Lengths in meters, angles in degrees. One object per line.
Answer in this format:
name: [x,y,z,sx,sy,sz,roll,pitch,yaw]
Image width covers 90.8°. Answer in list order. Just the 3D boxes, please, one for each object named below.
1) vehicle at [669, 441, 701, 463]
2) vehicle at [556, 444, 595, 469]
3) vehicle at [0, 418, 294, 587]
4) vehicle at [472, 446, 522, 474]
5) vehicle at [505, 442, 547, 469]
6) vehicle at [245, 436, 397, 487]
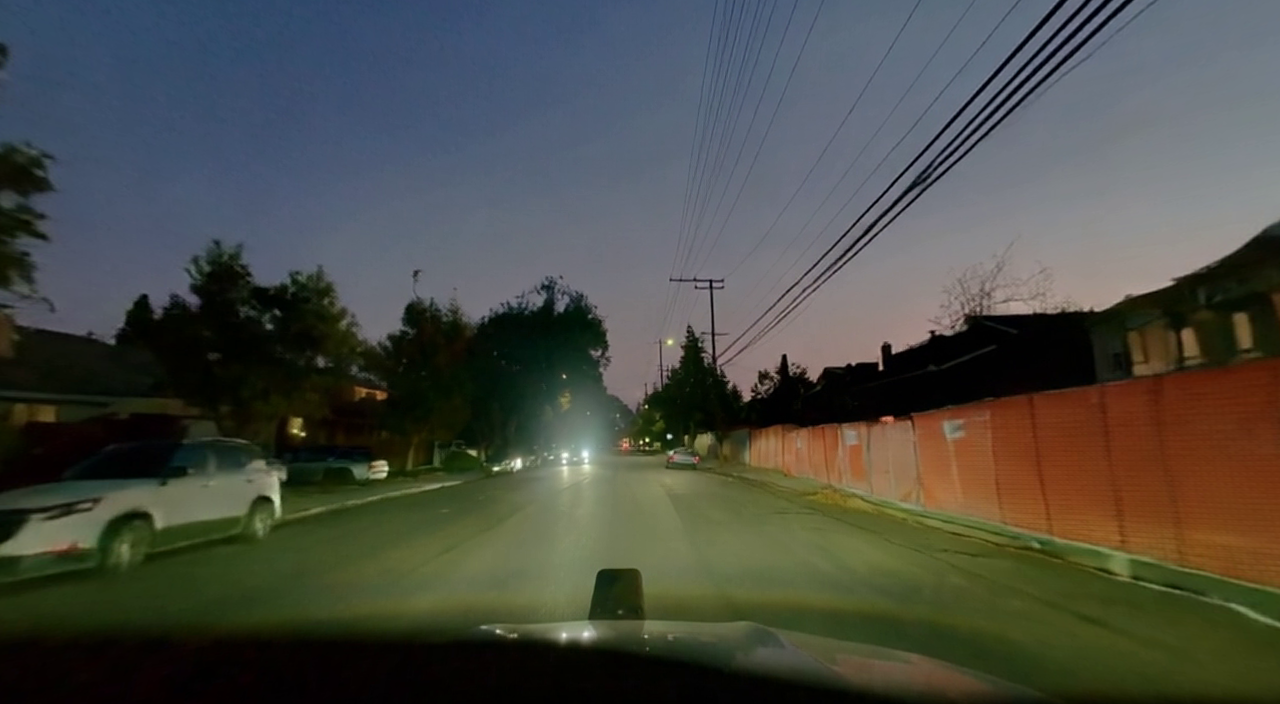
vehicle: [3.313,7.432,47.182,1.902,1.542,4.099,0,-8,-2]
vehicle: [-4.335,7.104,43.211,2.068,1.543,4.523,-1,-8,1]
vehicle: [-6.871,1.961,8.847,1.932,1.743,4.079,-2,-9,-3]
vehicle: [-8.330,6.339,37.186,2.041,1.480,4.474,-2,-9,-2]
vehicle: [-8.190,7.486,45.778,2.055,1.806,4.540,-1,-8,1]
vehicle: [-12.326,4.237,24.711,4.780,1.867,2.108,0,-8,-3]
